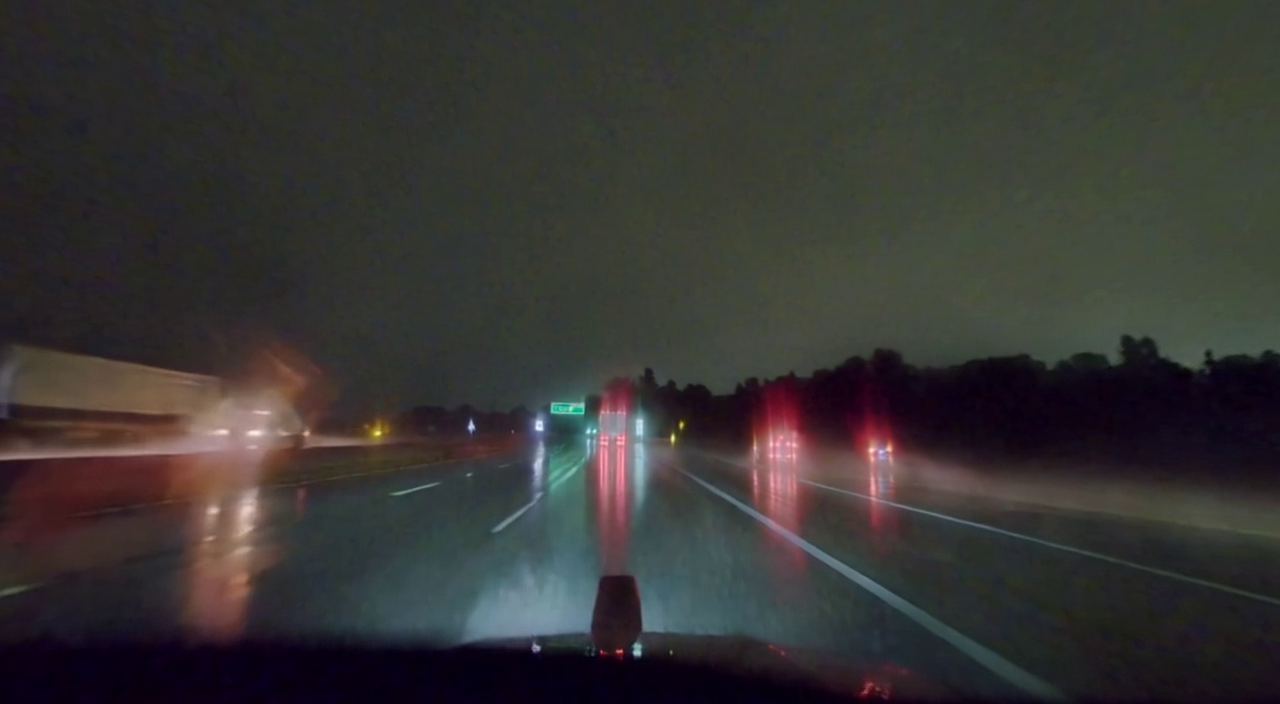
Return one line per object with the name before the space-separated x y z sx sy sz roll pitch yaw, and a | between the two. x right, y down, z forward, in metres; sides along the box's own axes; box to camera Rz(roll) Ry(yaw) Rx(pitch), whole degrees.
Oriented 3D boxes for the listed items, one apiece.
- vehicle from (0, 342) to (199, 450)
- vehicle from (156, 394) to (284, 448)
vehicle | -24.846 1.906 25.199 3.018 3.876 16.871 1 -8 -3
vehicle | -20.978 3.591 31.975 2.328 2.433 6.234 0 -8 -2
